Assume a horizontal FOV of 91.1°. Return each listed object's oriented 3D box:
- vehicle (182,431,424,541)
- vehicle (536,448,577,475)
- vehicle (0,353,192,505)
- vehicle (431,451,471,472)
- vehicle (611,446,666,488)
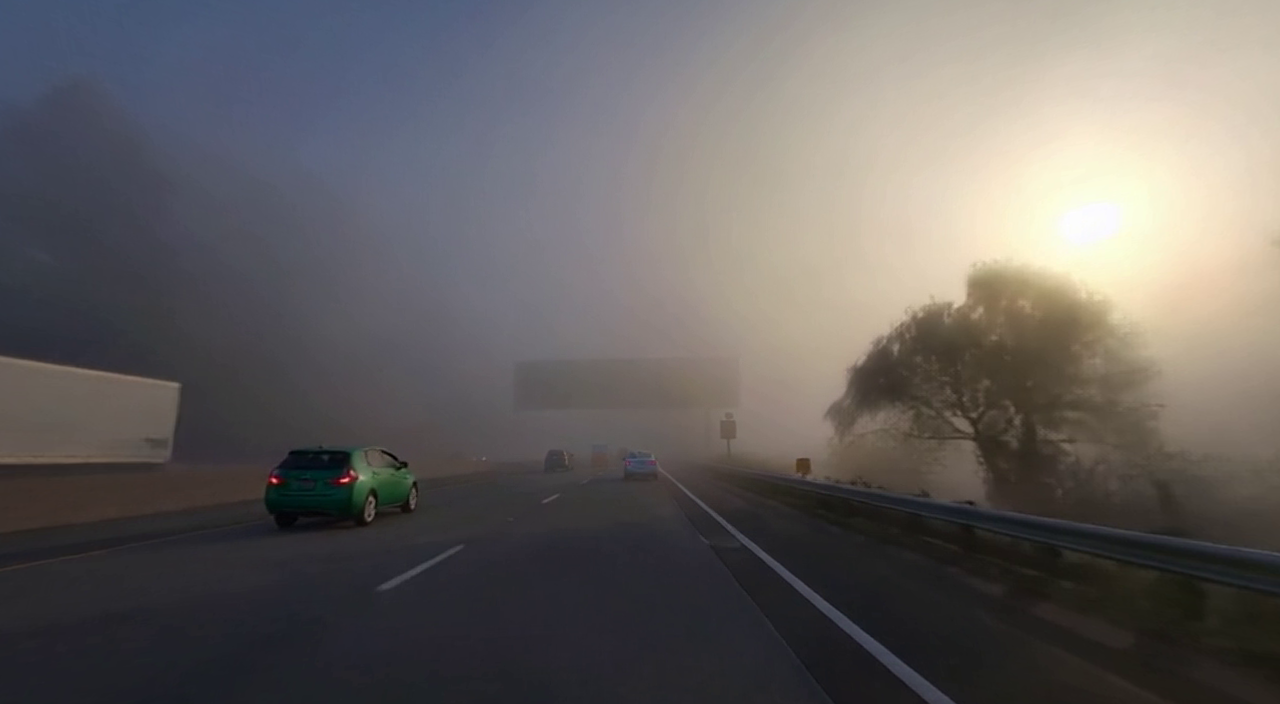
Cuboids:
[{"bbox_3d":[-5.778,2.338,11.545,2.058,1.626,4.118,-1,-9,2],"label":"vehicle"},{"bbox_3d":[-4.917,6.494,37.464,1.892,1.481,4.180,0,-9,0],"label":"vehicle"},{"bbox_3d":[-17.881,1.899,15.630,2.886,3.856,14.490,0,-9,0],"label":"vehicle"},{"bbox_3d":[-13.280,7.725,44.346,1.688,1.389,3.649,0,-9,0],"label":"vehicle"},{"bbox_3d":[-0.067,4.352,24.047,1.940,1.451,3.512,0,-9,-1],"label":"vehicle"}]
